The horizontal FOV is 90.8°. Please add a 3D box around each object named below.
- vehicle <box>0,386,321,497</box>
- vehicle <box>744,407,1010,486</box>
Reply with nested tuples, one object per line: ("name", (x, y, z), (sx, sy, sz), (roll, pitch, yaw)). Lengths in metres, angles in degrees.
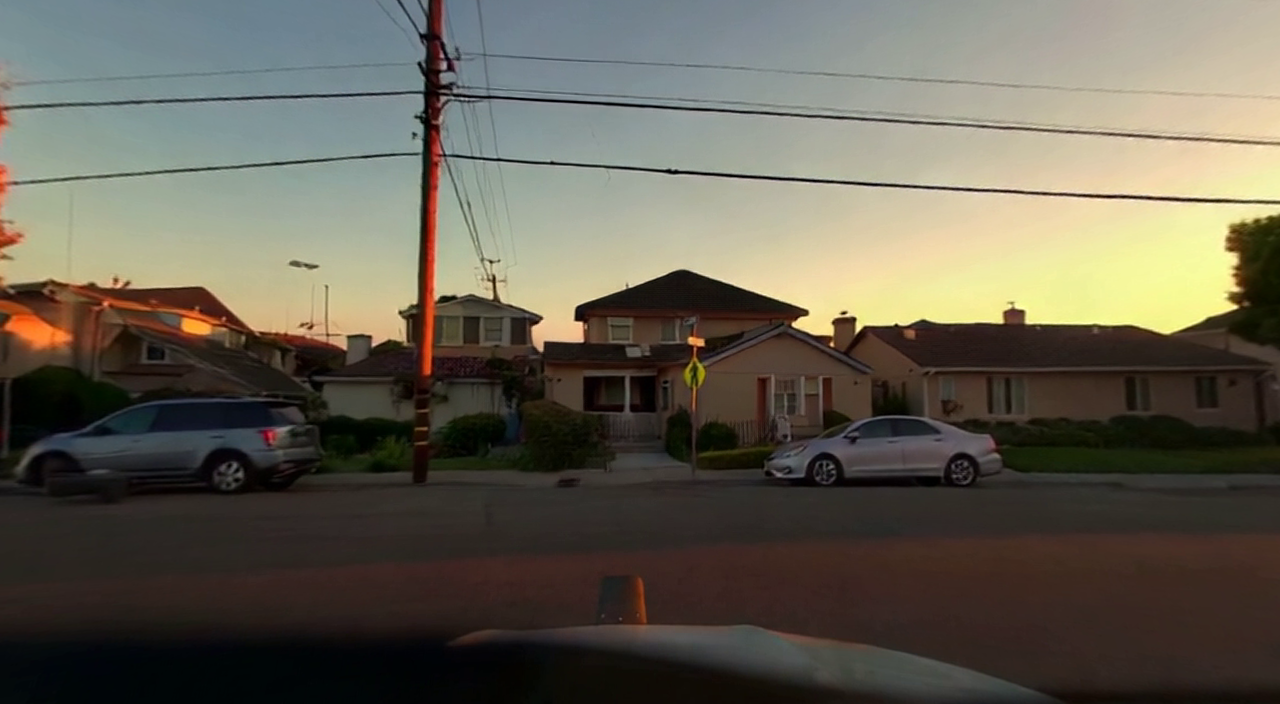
("vehicle", (-8.564, 1.549, 10.984), (4.943, 1.731, 1.877), (1, -9, -6))
("vehicle", (4.464, 1.831, 12.307), (4.469, 1.391, 1.746), (1, -9, -5))
